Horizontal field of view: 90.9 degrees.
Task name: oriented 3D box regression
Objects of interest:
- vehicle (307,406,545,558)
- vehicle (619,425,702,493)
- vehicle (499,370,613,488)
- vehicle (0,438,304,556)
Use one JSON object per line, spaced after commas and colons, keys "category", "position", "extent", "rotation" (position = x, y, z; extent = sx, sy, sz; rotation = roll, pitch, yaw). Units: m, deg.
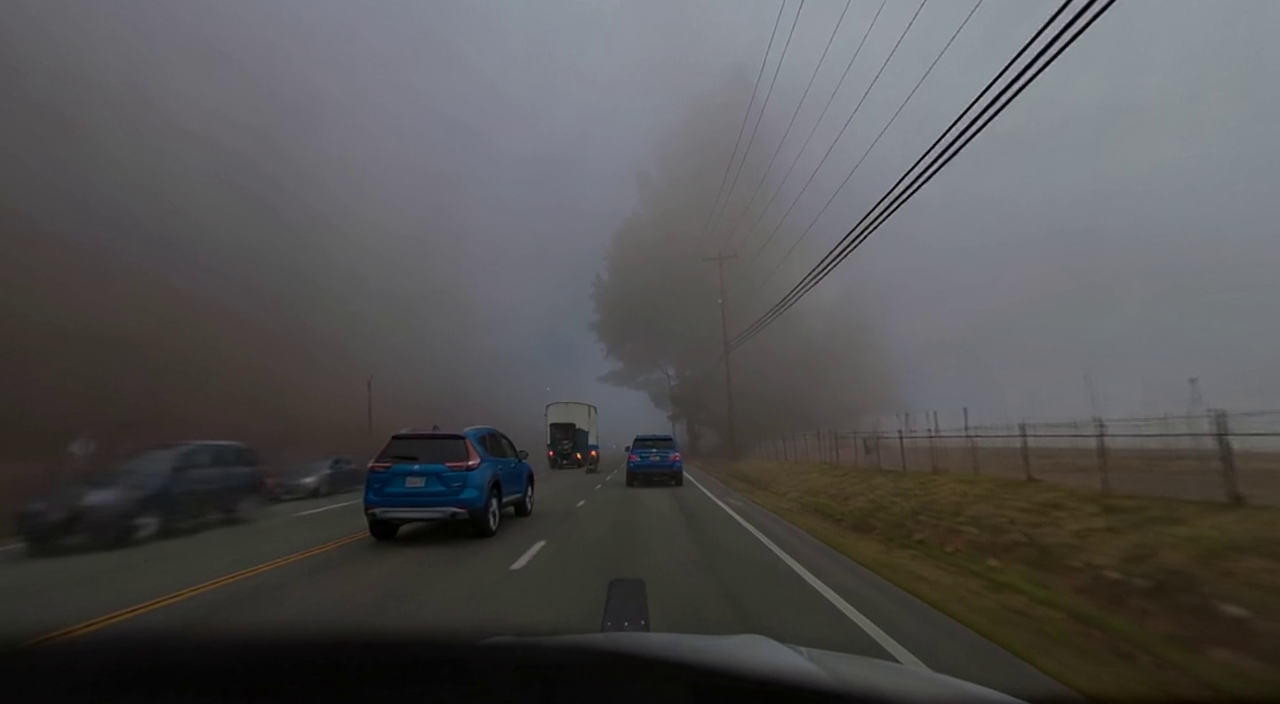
{"category": "vehicle", "position": [-2.944, 1.922, 9.973], "extent": [2.093, 1.832, 4.508], "rotation": [0, -9, 1]}
{"category": "vehicle", "position": [0.562, 3.116, 18.552], "extent": [2.174, 1.749, 4.113], "rotation": [0, -9, 1]}
{"category": "vehicle", "position": [-2.831, 3.202, 25.081], "extent": [2.928, 3.658, 10.953], "rotation": [0, -9, 0]}
{"category": "vehicle", "position": [-8.532, 2.499, 11.718], "extent": [1.962, 1.720, 4.658], "rotation": [0, -9, 0]}
